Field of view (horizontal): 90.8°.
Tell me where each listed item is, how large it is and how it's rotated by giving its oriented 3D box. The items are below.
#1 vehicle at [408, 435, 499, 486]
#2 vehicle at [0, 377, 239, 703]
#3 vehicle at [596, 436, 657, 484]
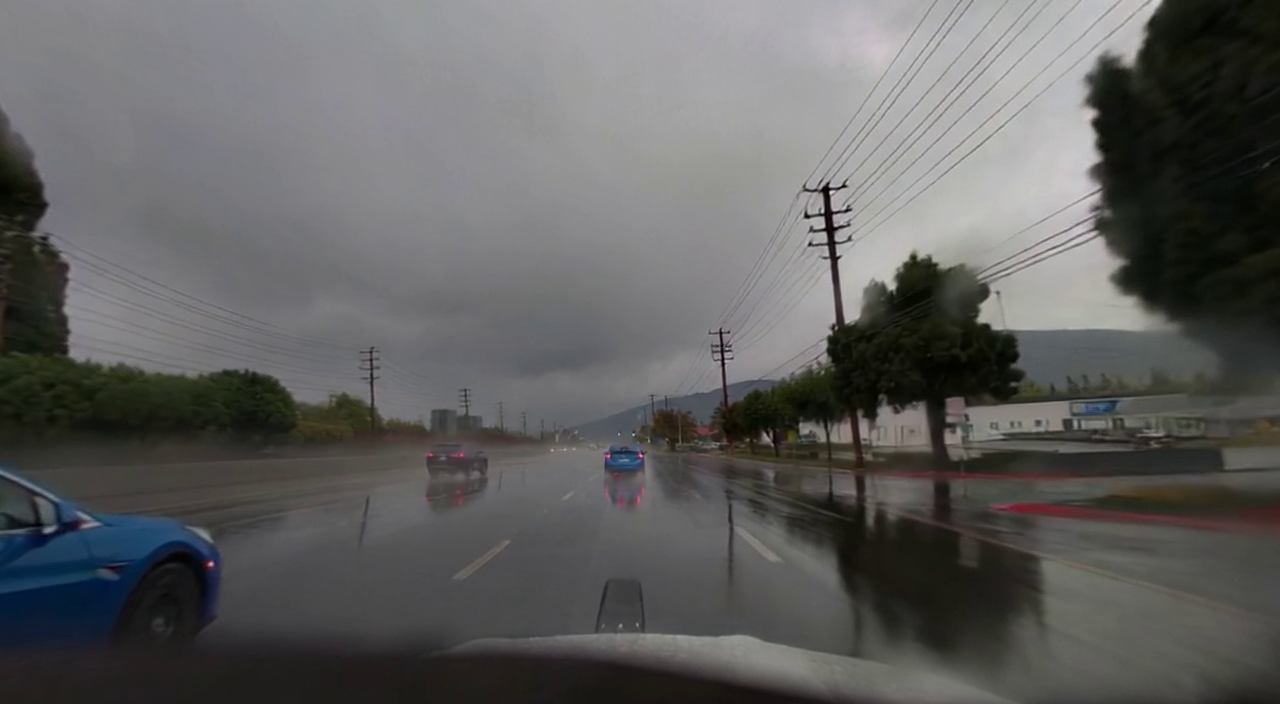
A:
[{"bbox_3d":[-7.262,4.263,25.193,2.203,1.819,4.547,-1,-8,0],"label":"vehicle"},{"bbox_3d":[-3.714,0.791,1.777,1.985,1.607,4.892,0,-8,-1],"label":"vehicle"},{"bbox_3d":[-0.494,4.175,24.689,2.189,1.652,4.135,0,-8,0],"label":"vehicle"}]
